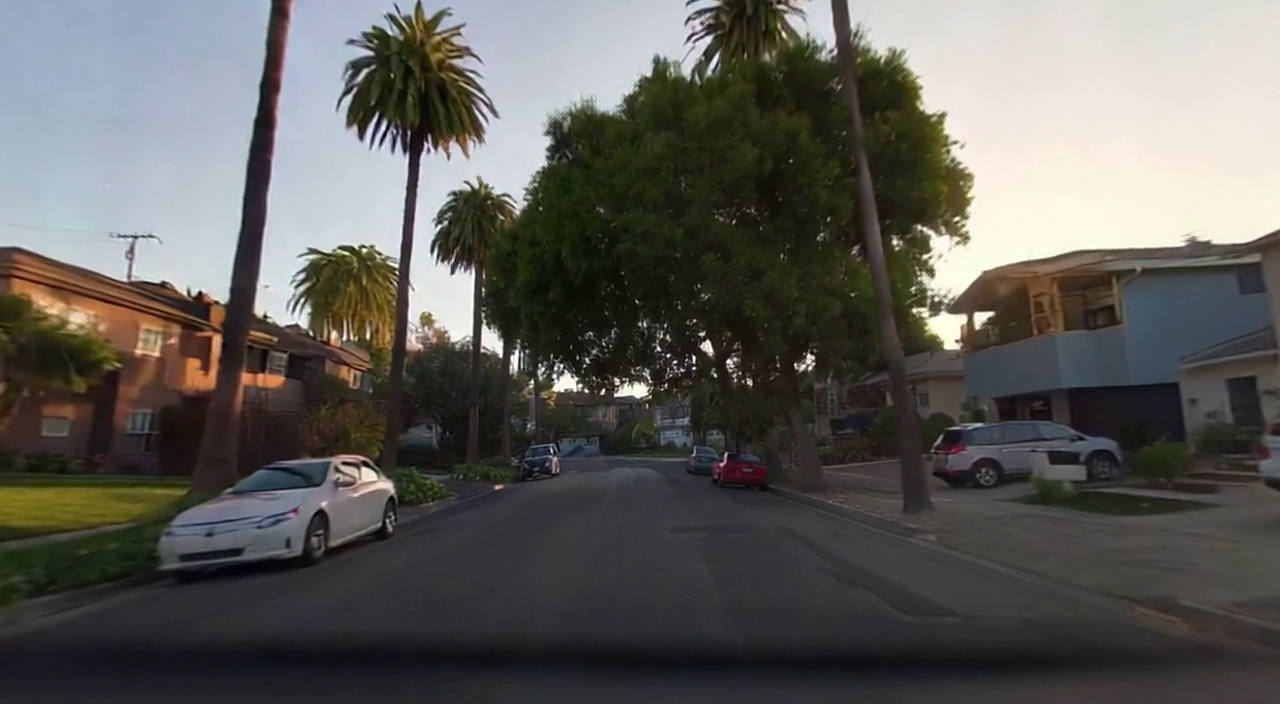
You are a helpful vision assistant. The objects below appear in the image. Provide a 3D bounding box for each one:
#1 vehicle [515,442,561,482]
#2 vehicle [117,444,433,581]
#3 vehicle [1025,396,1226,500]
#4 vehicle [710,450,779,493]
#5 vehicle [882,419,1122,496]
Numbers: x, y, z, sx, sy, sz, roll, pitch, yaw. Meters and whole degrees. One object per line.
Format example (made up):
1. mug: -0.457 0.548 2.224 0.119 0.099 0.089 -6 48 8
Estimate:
1. vehicle: -5.404 5.690 33.070 2.106 1.914 4.363 2 -8 -12
2. vehicle: -4.782 2.168 9.309 2.080 1.479 4.531 0 -10 -2
3. vehicle: 10.600 2.110 13.999 2.712 1.898 1.838 -5 -8 0
4. vehicle: 3.945 4.556 24.574 1.867 1.480 4.678 0 -9 0
5. vehicle: 9.474 2.791 16.911 5.068 1.888 2.062 -1 -8 1
